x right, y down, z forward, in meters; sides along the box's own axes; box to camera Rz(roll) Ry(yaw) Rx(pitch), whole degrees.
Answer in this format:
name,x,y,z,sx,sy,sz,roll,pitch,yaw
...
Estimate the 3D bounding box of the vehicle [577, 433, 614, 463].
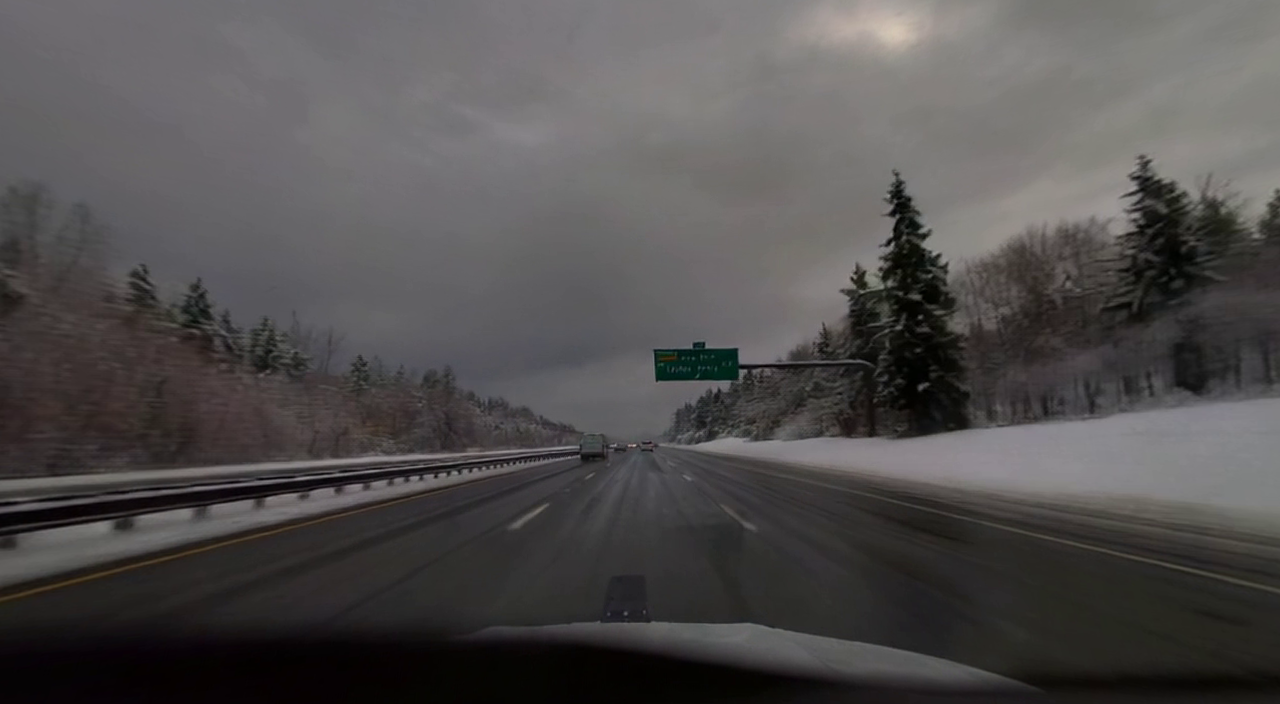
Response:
name,x,y,z,sx,sy,sz,roll,pitch,yaw
vehicle,-3.132,6.934,45.545,2.286,2.011,4.452,0,-8,1
